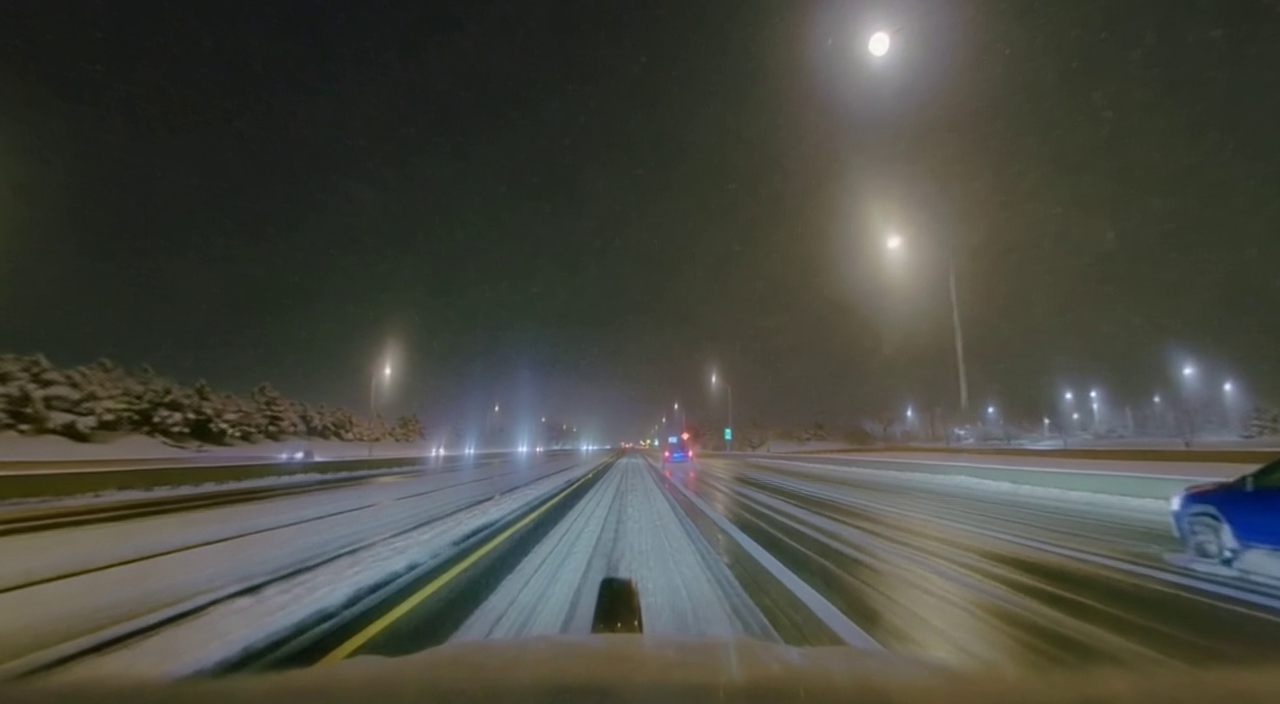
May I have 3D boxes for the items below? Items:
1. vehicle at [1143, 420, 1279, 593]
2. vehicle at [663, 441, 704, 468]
[{"bbox_3d":[6.824,1.221,4.572,2.227,1.522,5.041,0,-8,0],"label":"vehicle"},{"bbox_3d":[2.701,6.483,40.212,2.270,1.615,3.770,0,-8,-2],"label":"vehicle"}]
